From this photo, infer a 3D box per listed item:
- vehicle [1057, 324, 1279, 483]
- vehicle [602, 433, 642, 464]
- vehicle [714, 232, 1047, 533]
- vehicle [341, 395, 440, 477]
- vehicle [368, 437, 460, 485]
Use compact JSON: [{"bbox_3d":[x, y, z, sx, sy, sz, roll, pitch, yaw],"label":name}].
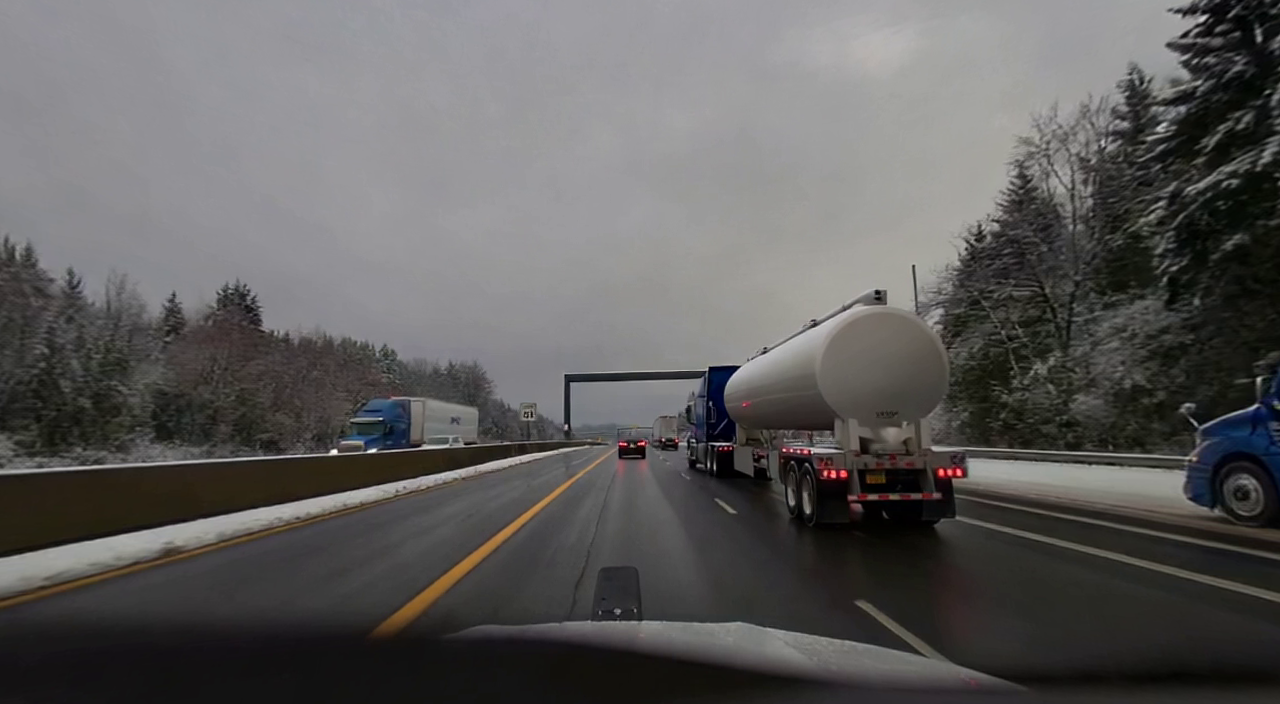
[{"bbox_3d":[17.223,1.602,18.263,2.722,4.038,8.781,2,-8,-14],"label":"vehicle"},{"bbox_3d":[-0.909,5.029,32.942,2.000,1.510,3.518,0,-8,-1],"label":"vehicle"},{"bbox_3d":[3.601,0.965,12.771,2.826,3.905,9.262,0,-8,-2],"label":"vehicle"},{"bbox_3d":[-13.273,4.550,34.185,3.003,4.019,5.876,0,-8,-1],"label":"vehicle"},{"bbox_3d":[-8.831,4.255,25.094,1.991,1.712,4.495,0,-8,-1],"label":"vehicle"}]
